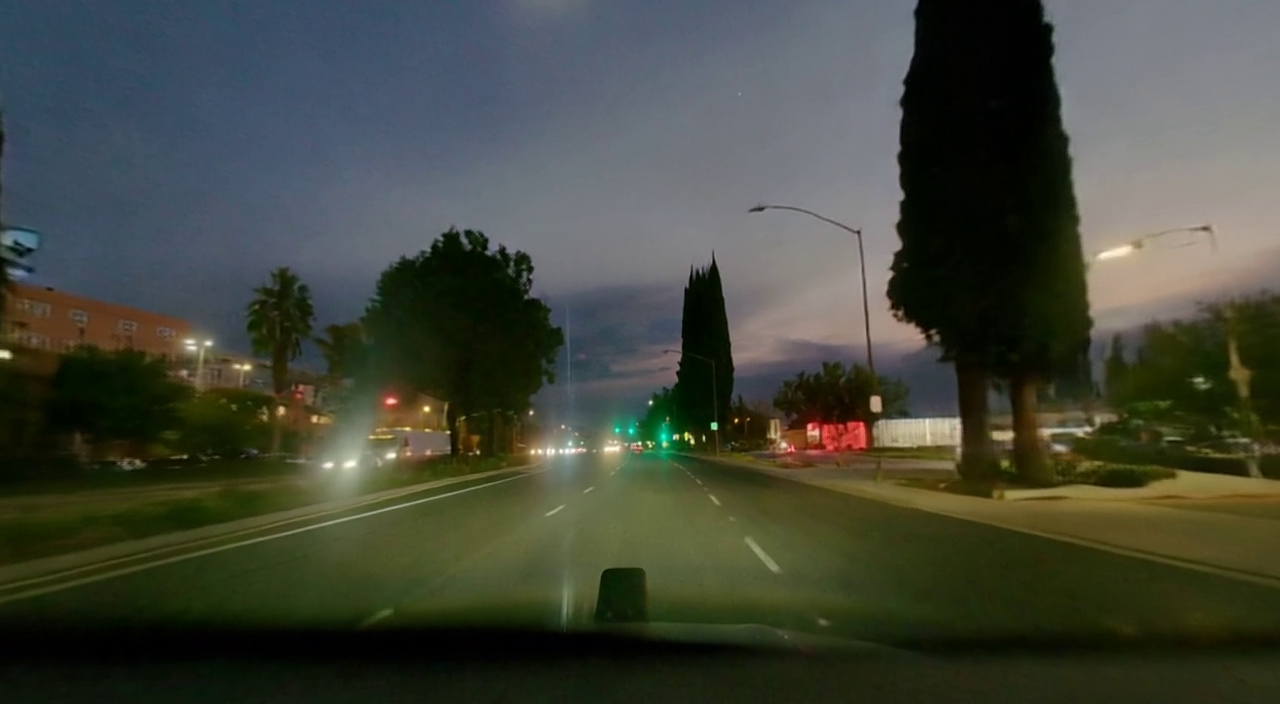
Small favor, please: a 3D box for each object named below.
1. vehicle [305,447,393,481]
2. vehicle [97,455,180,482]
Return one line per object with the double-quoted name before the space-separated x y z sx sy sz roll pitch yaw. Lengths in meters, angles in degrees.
"vehicle" -13.746 5.288 30.116 1.914 1.496 4.742 0 -8 0
"vehicle" -32.531 7.541 40.946 4.001 1.415 1.693 -3 -8 0
